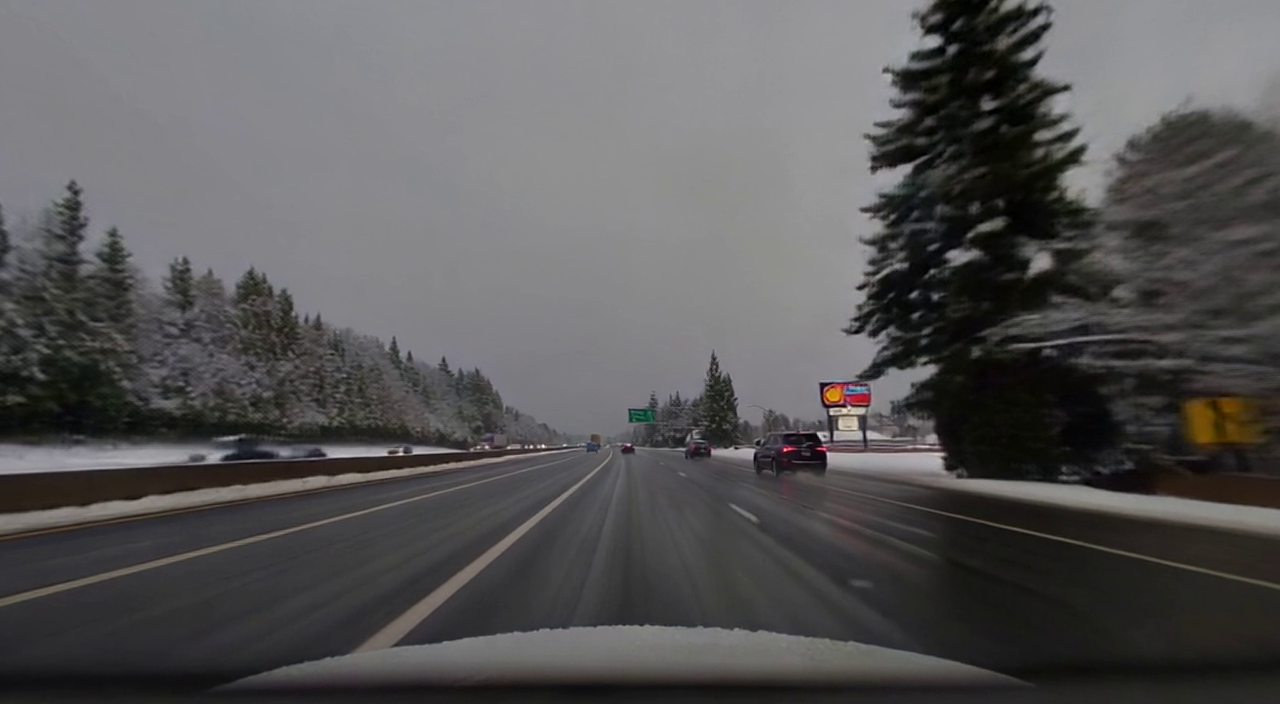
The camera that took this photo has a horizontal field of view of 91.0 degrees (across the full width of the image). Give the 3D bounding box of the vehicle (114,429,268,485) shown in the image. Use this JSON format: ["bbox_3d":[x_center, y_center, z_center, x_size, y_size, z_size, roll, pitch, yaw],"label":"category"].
[{"bbox_3d":[-16.835,3.947,24.063,2.147,1.888,5.094,0,-8,-1],"label":"vehicle"}]

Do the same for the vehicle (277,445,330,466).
[{"bbox_3d":[-25.293,7.755,47.462,1.808,1.491,4.159,0,-8,-1],"label":"vehicle"}]

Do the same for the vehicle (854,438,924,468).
[{"bbox_3d":[14.212,5.800,36.214,2.072,1.611,4.387,0,-8,-2],"label":"vehicle"}]

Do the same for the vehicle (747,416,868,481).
[{"bbox_3d":[6.790,4.096,27.022,2.779,2.339,8.073,0,-8,-2],"label":"vehicle"}]
